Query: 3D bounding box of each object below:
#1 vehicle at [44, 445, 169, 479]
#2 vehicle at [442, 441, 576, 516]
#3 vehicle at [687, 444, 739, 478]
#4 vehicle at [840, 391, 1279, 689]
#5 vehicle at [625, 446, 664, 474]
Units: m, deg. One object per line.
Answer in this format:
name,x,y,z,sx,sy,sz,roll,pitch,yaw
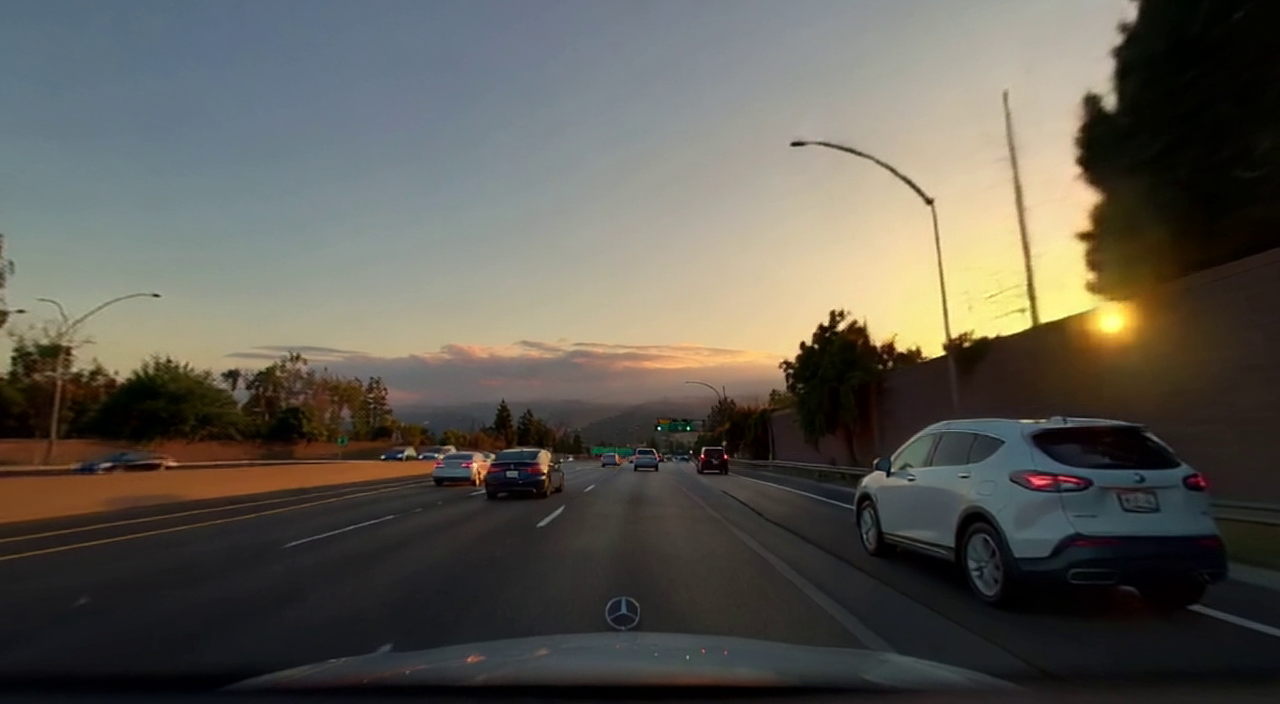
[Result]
vehicle,-26.597,5.476,31.685,1.828,1.560,4.372,-3,-9,17
vehicle,-2.939,2.957,15.414,2.130,1.514,4.766,0,-8,2
vehicle,3.935,5.941,34.705,2.320,1.735,4.408,0,-8,0
vehicle,3.688,1.424,6.012,2.029,1.716,4.545,0,-8,0
vehicle,0.371,6.939,40.871,2.408,1.748,4.217,0,-8,2
